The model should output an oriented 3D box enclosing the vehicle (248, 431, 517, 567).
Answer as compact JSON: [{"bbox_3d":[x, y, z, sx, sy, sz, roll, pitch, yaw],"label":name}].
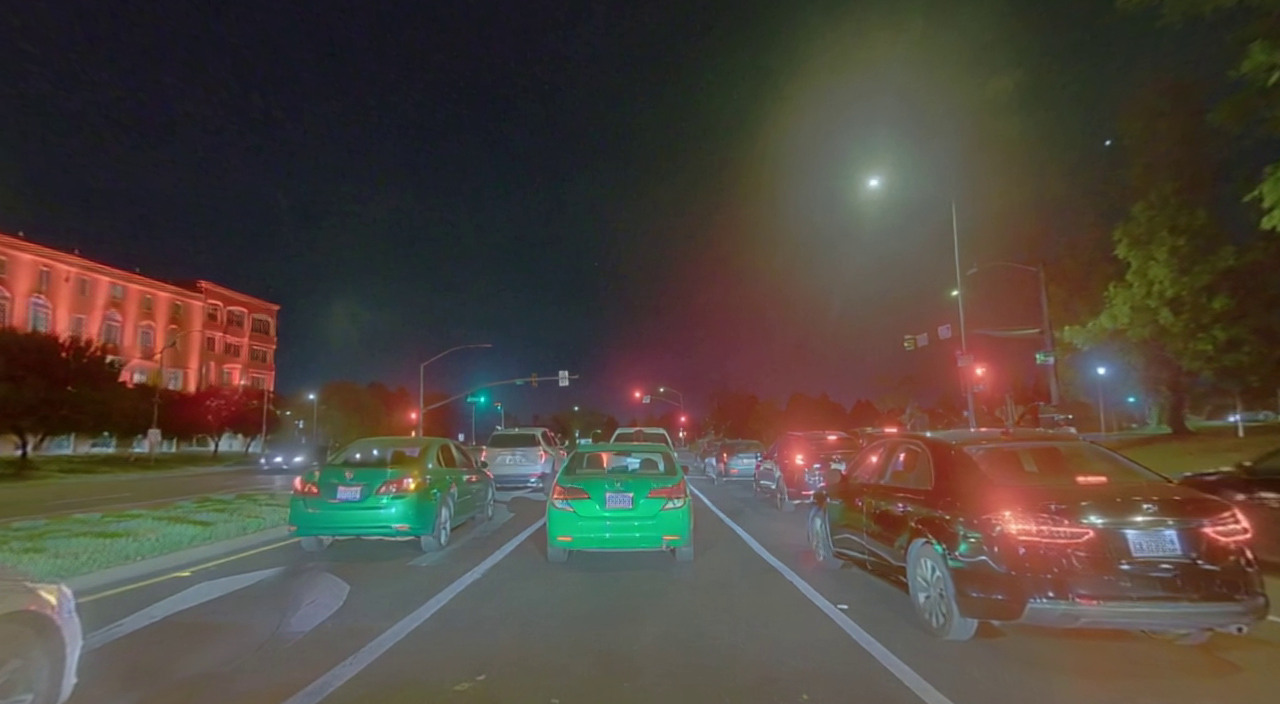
[{"bbox_3d":[-3.198,1.892,8.941,1.917,1.441,4.128,-1,-8,2],"label":"vehicle"}]

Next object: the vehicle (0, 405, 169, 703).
[{"bbox_3d":[-3.354,0.708,0.854,1.863,1.448,4.697,0,-8,-1],"label":"vehicle"}]

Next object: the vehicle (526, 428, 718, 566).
[{"bbox_3d":[-0.203,1.835,8.729,2.041,1.450,3.847,0,-8,0],"label":"vehicle"}]

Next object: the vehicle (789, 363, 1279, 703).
[{"bbox_3d":[2.999,1.241,5.495,2.196,1.676,4.865,0,-8,0],"label":"vehicle"}]
